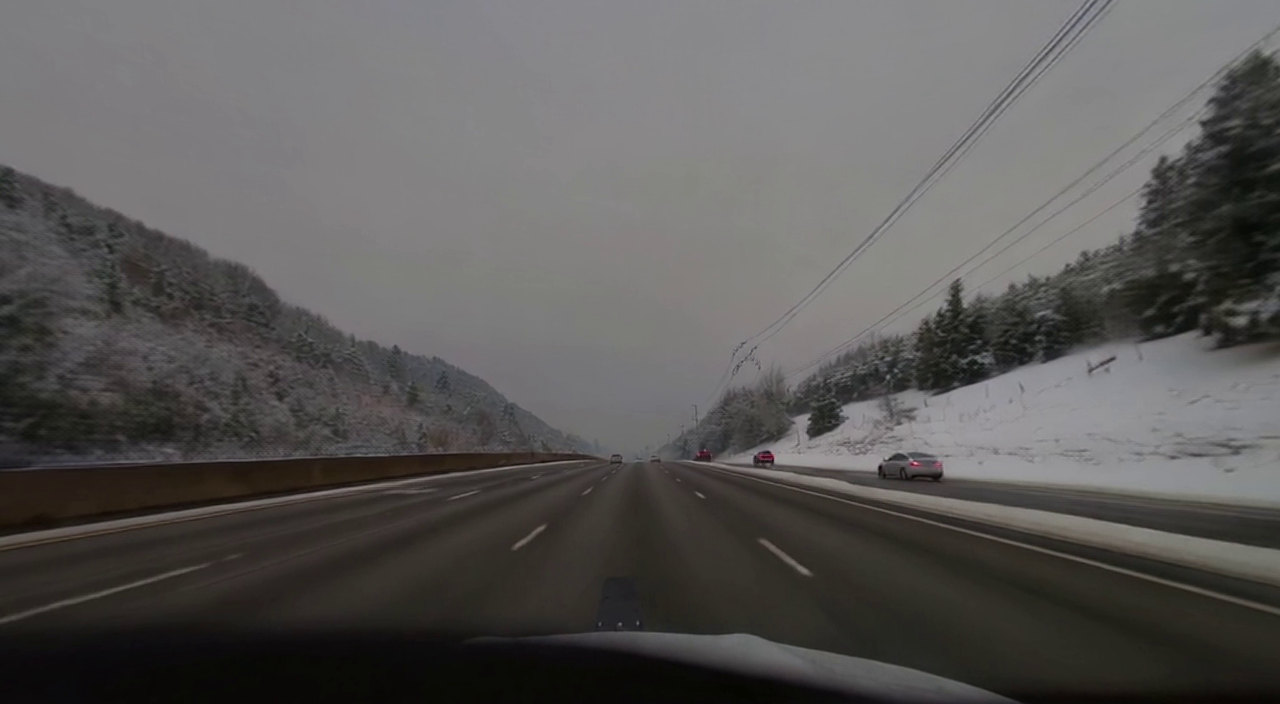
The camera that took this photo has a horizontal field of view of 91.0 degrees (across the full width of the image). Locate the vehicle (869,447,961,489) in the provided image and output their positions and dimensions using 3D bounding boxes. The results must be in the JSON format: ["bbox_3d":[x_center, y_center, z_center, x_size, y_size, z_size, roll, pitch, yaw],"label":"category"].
[{"bbox_3d":[10.807,4.558,25.036,1.884,1.486,3.770,1,-8,-1],"label":"vehicle"}]
